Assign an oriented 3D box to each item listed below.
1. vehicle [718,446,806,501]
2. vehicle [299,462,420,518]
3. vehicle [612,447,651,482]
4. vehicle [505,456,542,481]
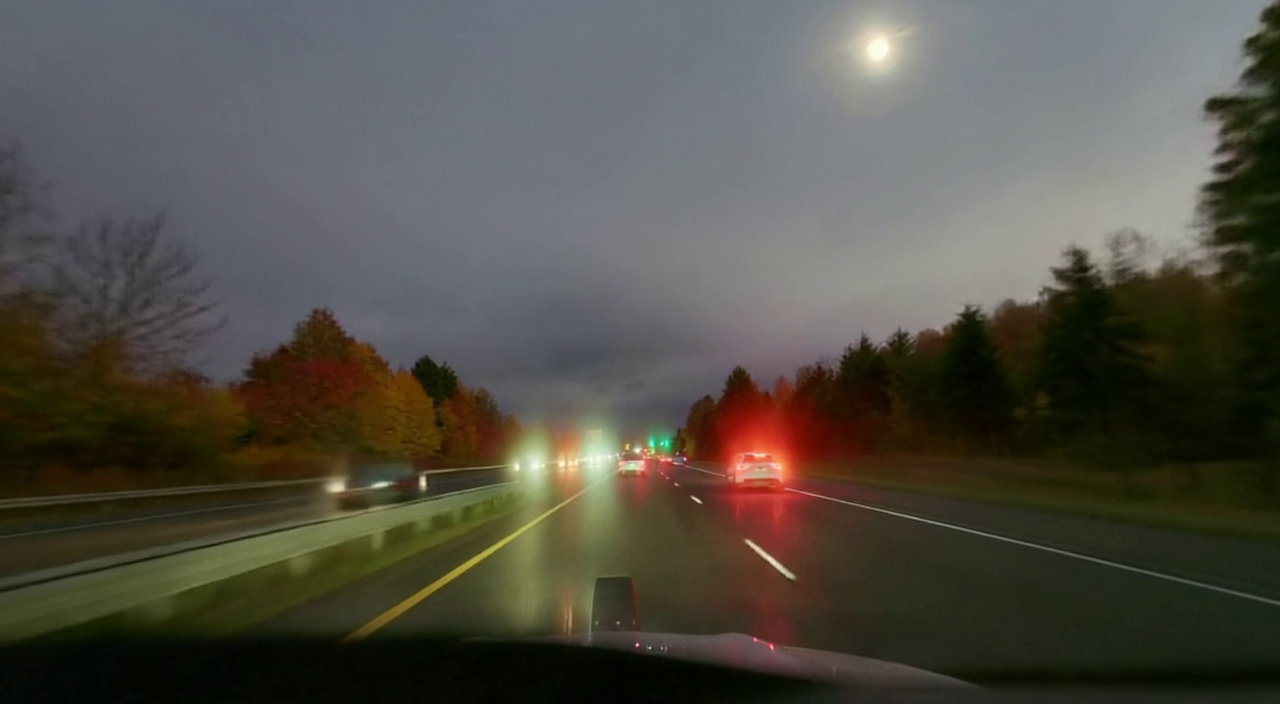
[{"bbox_3d":[3.709,3.777,19.876,1.843,1.505,4.339,0,-9,-1],"label":"vehicle"},{"bbox_3d":[-9.245,4.566,21.176,1.935,1.532,4.629,-1,-9,0],"label":"vehicle"},{"bbox_3d":[-0.413,5.914,33.092,1.937,1.699,3.936,-1,-9,0],"label":"vehicle"},{"bbox_3d":[-9.005,9.023,48.865,1.932,1.738,4.571,-1,-9,1],"label":"vehicle"}]
